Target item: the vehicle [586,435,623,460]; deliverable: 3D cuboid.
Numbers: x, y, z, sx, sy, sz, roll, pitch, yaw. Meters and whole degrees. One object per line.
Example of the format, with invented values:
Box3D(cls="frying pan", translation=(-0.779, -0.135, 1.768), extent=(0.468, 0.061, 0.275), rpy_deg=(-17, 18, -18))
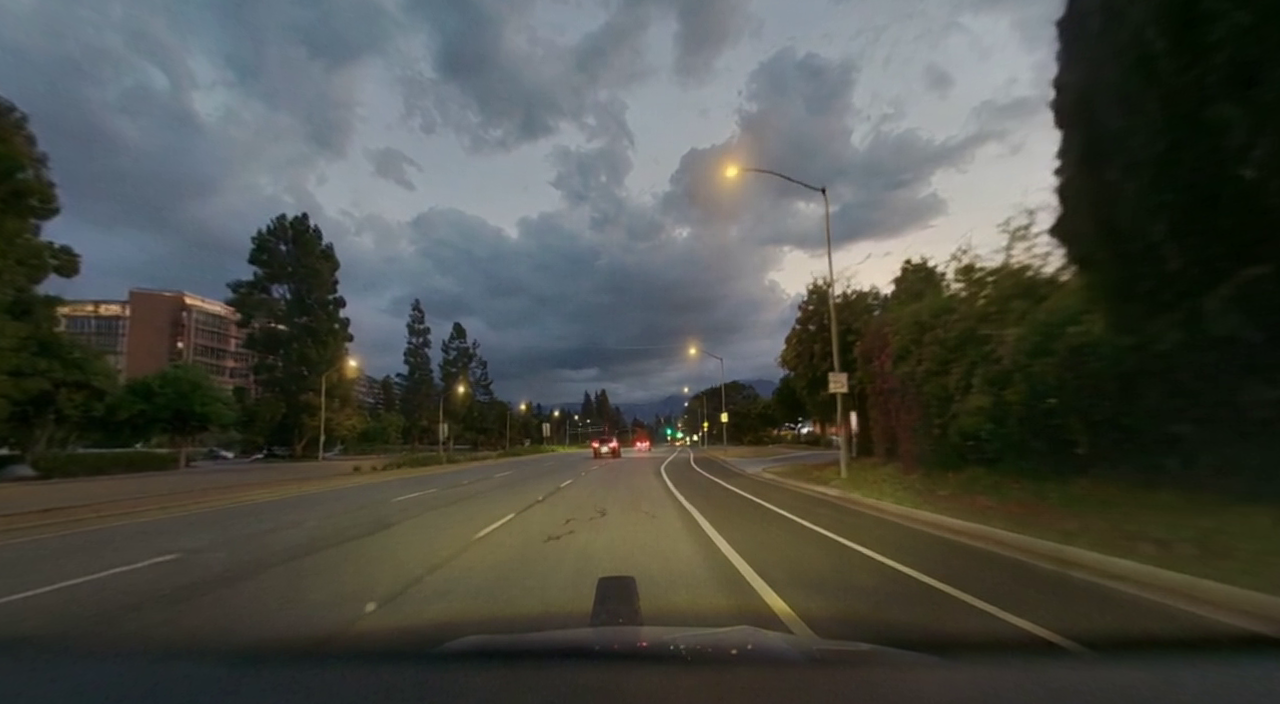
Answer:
Box3D(cls="vehicle", translation=(-2.406, 6.684, 44.079), extent=(2.121, 1.654, 3.993), rpy_deg=(-1, -8, 3))
